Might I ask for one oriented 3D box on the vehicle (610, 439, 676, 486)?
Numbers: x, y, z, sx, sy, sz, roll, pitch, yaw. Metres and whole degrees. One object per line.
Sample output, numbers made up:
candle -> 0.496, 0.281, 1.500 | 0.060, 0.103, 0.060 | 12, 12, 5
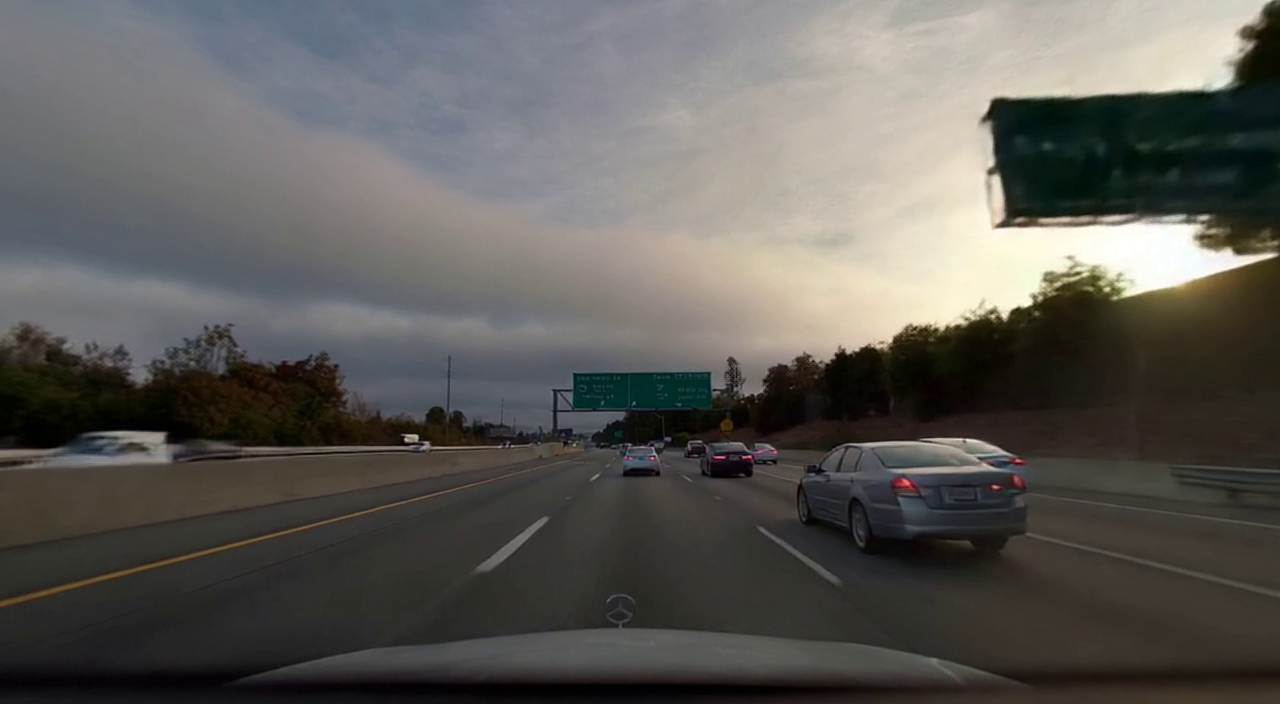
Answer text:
vehicle -> 0.058, 3.796, 21.979 | 2.098, 1.475, 3.997 | 0, -8, -1

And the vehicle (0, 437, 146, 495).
vehicle -> -17.414, 3.290, 18.621 | 1.935, 1.491, 4.689 | 0, -9, 0

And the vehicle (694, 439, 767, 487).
vehicle -> 3.086, 3.872, 22.435 | 1.856, 1.517, 4.198 | 0, -9, -2

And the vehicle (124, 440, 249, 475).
vehicle -> -20.842, 4.864, 29.339 | 2.353, 1.481, 4.725 | 1, -9, -1

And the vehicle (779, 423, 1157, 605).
vehicle -> 3.286, 1.712, 7.738 | 1.993, 1.504, 4.781 | 0, -8, -1
